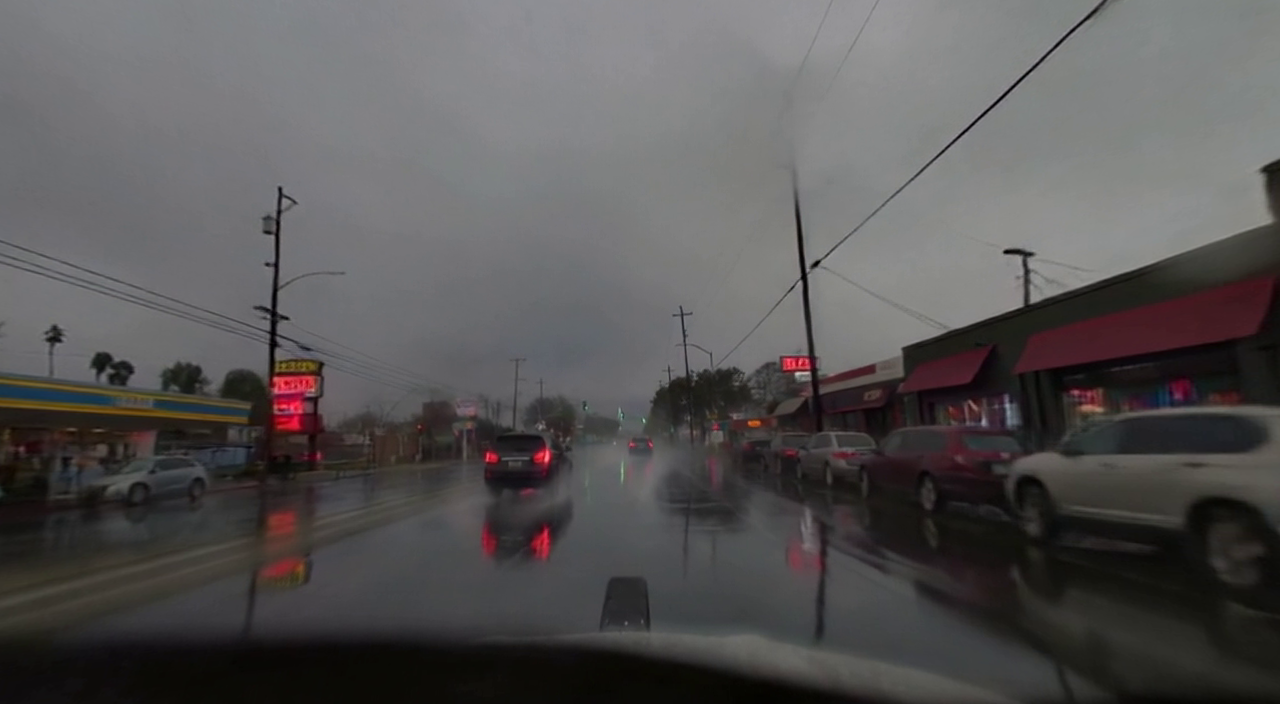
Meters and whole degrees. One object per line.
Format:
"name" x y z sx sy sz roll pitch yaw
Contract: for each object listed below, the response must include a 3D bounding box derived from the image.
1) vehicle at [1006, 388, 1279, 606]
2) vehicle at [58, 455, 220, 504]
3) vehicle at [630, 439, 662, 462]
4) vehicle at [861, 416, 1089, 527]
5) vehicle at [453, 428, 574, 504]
"vehicle" 6.534 1.453 6.824 2.005 1.858 5.253 0 -8 1
"vehicle" -17.321 4.392 22.163 1.894 1.458 4.565 0 -8 0
"vehicle" 0.375 6.689 42.840 2.037 1.484 4.073 0 -8 0
"vehicle" 6.471 2.363 13.044 1.985 1.835 4.936 0 -8 0
"vehicle" -3.020 2.832 16.140 2.049 1.646 4.445 0 -8 2
